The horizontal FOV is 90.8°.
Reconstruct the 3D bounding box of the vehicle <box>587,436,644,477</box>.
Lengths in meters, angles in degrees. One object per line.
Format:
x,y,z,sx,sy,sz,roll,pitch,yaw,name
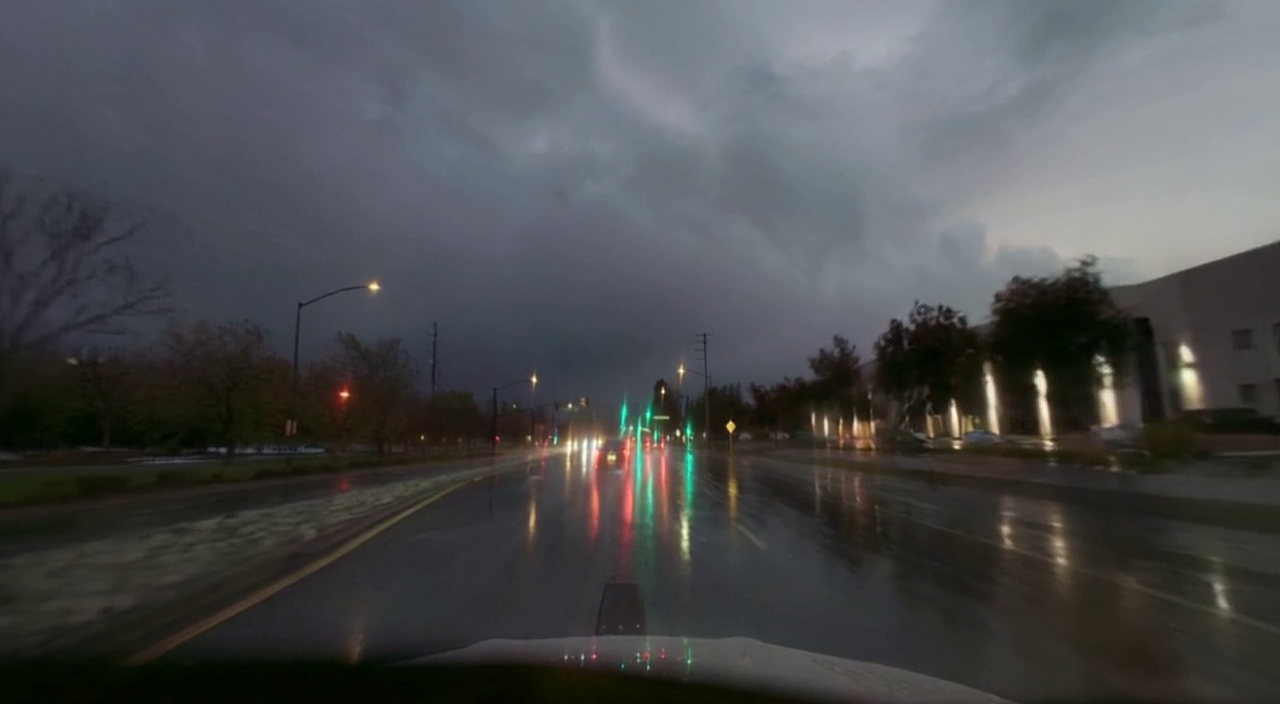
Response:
-0.890,4.125,25.161,2.075,1.470,3.962,0,-8,0,vehicle
